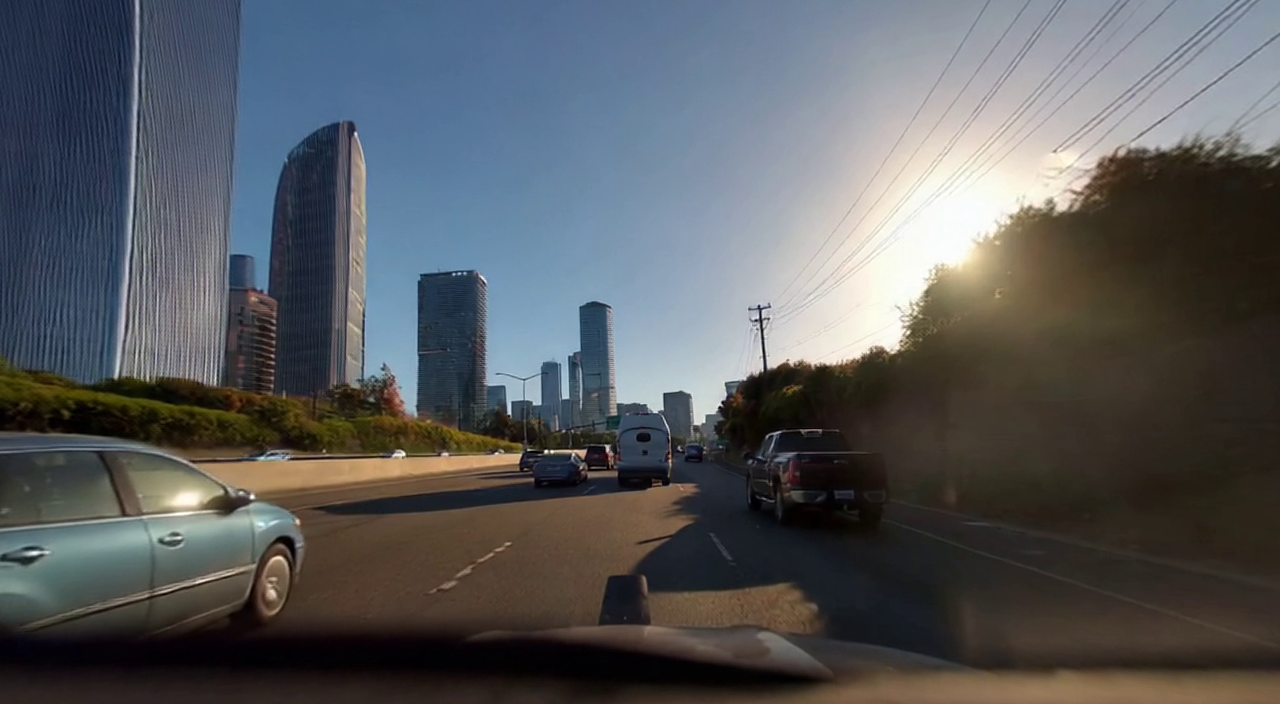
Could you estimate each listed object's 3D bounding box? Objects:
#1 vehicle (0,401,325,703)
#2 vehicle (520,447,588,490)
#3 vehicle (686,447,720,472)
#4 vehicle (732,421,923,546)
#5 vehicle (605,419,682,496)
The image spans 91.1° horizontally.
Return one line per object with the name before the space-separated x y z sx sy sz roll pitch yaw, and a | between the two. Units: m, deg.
vehicle | -3.604 1.129 3.245 1.934 1.643 3.718 0 -8 1
vehicle | -3.360 4.646 25.416 1.984 1.567 4.311 0 -8 2
vehicle | 4.450 7.582 44.605 2.092 1.696 4.218 0 -8 2
vehicle | 3.246 2.384 12.058 2.283 1.923 4.427 0 -8 0
vehicle | 0.258 3.816 23.037 2.457 2.440 5.486 0 -8 3
